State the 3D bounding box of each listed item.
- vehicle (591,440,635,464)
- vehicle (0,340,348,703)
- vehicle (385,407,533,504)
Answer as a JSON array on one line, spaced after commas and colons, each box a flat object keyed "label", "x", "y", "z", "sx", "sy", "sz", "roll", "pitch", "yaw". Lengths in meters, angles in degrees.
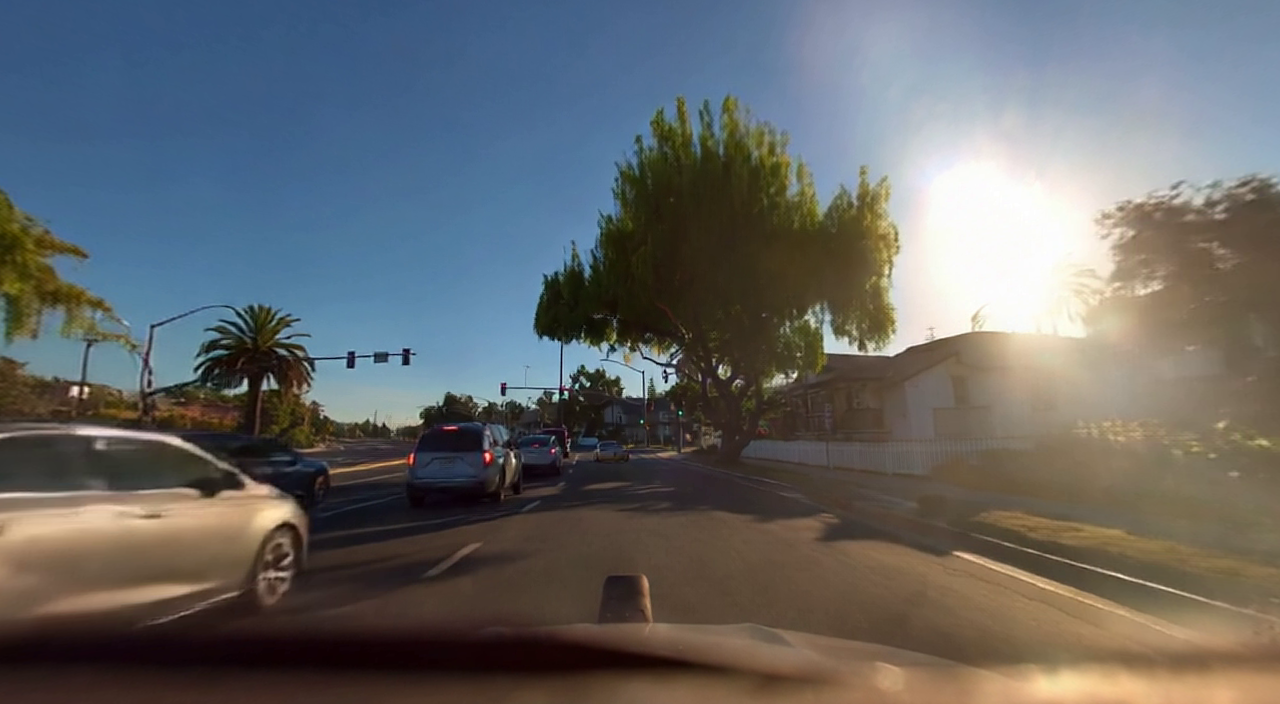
[{"label": "vehicle", "x": -1.561, "y": 5.475, "z": 34.830, "sx": 2.131, "sy": 1.222, "sz": 3.868, "roll": 0, "pitch": -8, "yaw": -7}, {"label": "vehicle", "x": -3.629, "y": 0.851, "z": 2.975, "sx": 2.181, "sy": 1.636, "sz": 4.504, "roll": -1, "pitch": -8, "yaw": 2}, {"label": "vehicle", "x": -4.021, "y": 2.407, "z": 15.073, "sx": 2.144, "sy": 1.877, "sz": 4.899, "roll": -1, "pitch": -8, "yaw": -1}]
